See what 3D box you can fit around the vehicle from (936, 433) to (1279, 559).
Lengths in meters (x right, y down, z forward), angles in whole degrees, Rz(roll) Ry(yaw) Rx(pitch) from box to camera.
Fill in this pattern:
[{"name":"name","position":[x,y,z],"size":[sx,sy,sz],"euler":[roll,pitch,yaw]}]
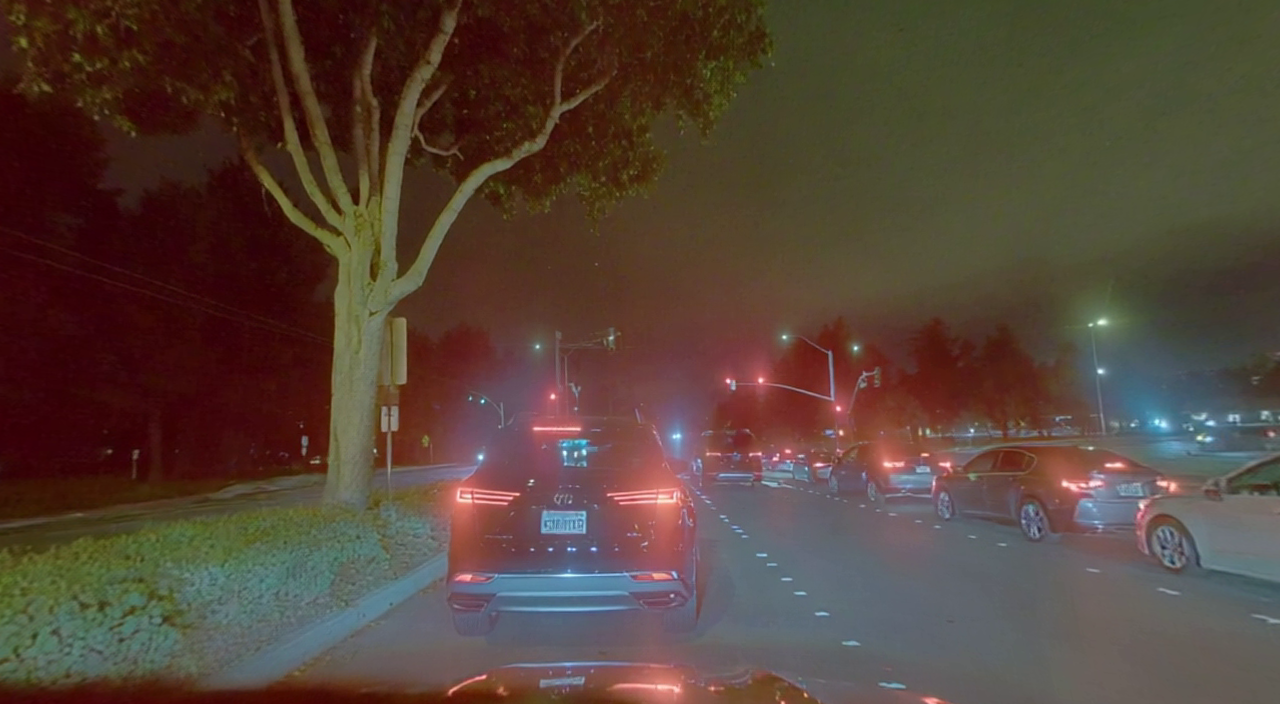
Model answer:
[{"name":"vehicle","position":[6.576,2.014,9.668],"size":[1.894,1.445,4.565],"euler":[0,-9,0]}]

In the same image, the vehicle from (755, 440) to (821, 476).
[{"name":"vehicle","position":[6.636,4.771,28.806],"size":[1.917,1.489,4.625],"euler":[0,-9,0]}]

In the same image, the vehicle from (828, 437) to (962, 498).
[{"name":"vehicle","position":[6.956,3.190,17.823],"size":[1.890,1.489,4.415],"euler":[0,-9,-1]}]

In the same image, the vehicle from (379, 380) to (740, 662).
[{"name":"vehicle","position":[-0.441,1.344,6.077],"size":[2.201,1.709,4.271],"euler":[0,-9,2]}]

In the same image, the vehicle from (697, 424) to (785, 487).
[{"name":"vehicle","position":[3.357,3.579,22.070],"size":[2.200,1.909,4.853],"euler":[0,-9,-1]}]
